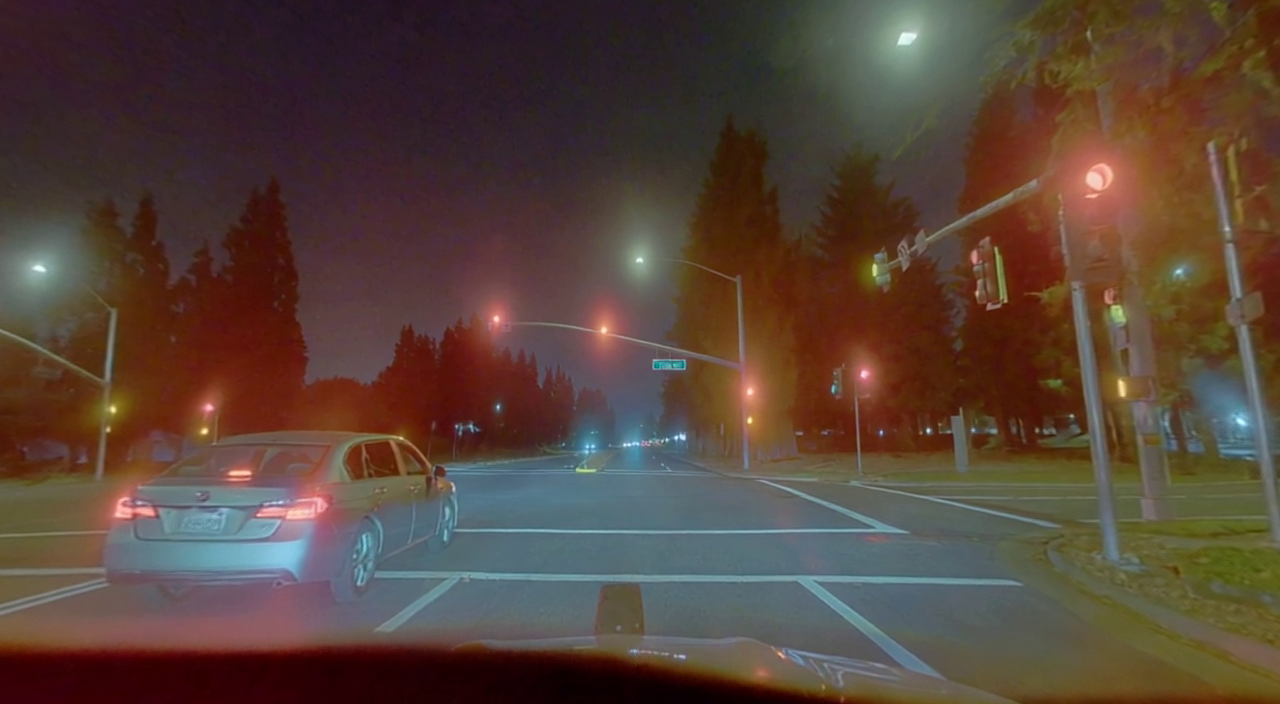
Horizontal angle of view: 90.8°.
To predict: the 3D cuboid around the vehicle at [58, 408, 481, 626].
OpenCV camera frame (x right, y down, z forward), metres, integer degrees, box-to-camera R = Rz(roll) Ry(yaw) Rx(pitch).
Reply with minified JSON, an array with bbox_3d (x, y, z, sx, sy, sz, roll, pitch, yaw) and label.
[{"bbox_3d":[-3.320,1.556,7.011,2.076,1.599,4.483,0,-8,-2],"label":"vehicle"}]
